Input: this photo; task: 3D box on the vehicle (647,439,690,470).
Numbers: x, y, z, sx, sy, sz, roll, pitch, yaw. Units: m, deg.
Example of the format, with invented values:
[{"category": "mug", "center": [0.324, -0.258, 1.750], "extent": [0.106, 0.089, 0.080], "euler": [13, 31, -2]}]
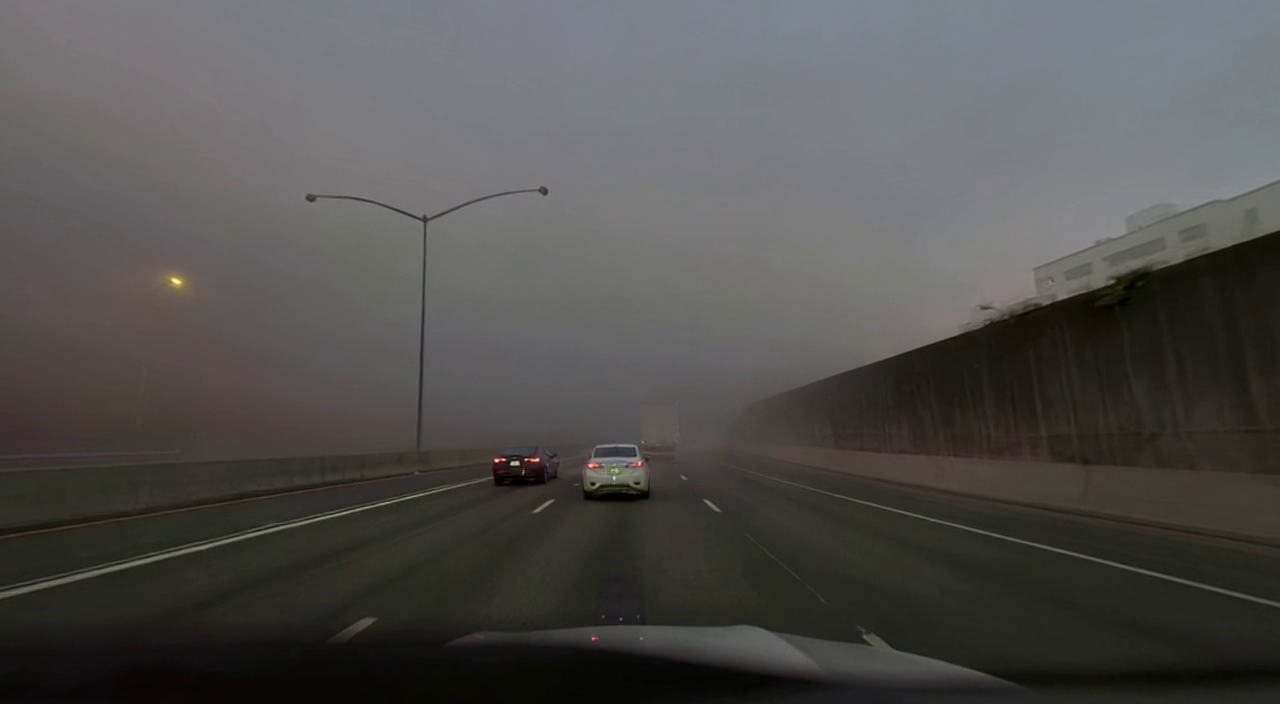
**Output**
[{"category": "vehicle", "center": [1.607, 6.019, 37.298], "extent": [2.166, 1.666, 4.618], "euler": [0, -9, -2]}]

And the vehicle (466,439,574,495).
[{"category": "vehicle", "center": [-3.467, 3.458, 19.385], "extent": [2.130, 1.474, 5.027], "euler": [-1, -9, 2]}]

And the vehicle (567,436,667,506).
[{"category": "vehicle", "center": [-0.437, 2.866, 15.568], "extent": [2.136, 1.470, 3.971], "euler": [-1, -9, 2]}]
